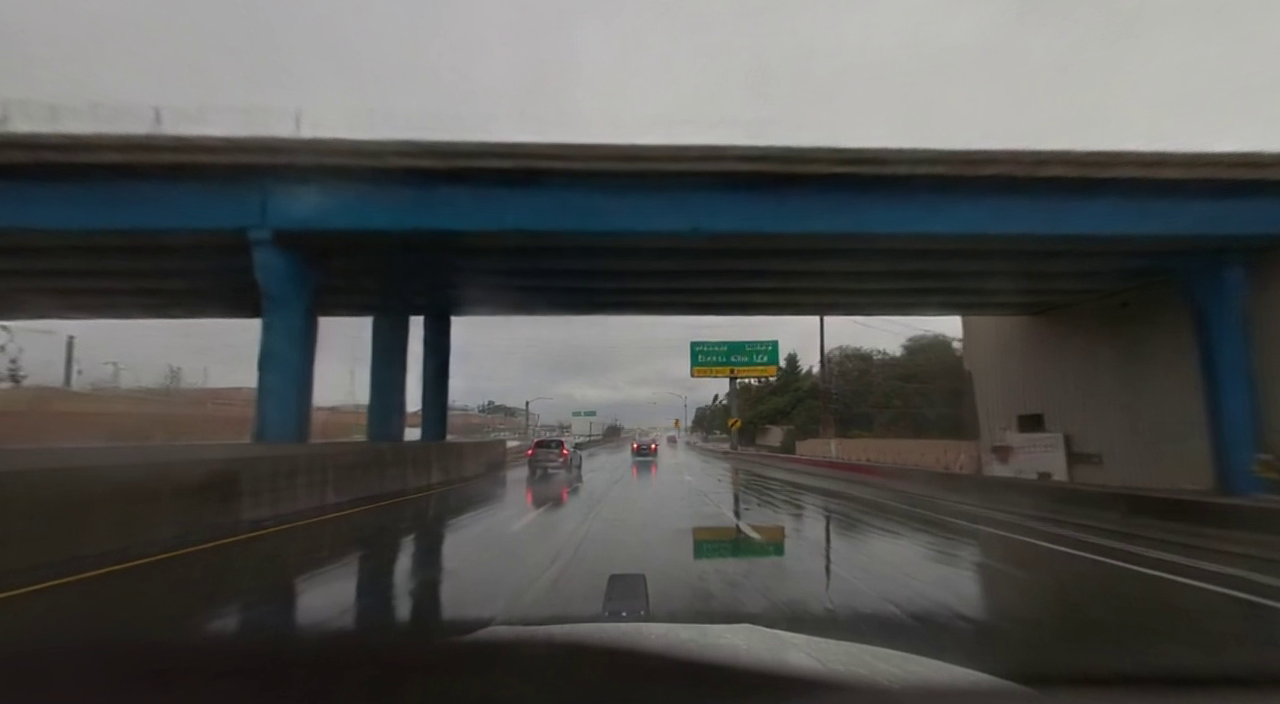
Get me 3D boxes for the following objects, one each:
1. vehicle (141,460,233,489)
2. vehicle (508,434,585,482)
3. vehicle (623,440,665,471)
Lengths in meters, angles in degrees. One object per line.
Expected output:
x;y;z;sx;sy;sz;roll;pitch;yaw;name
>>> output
-35.259;9.535;49.380;2.649;1.971;5.971;0;-8;1;vehicle
-3.329;3.896;23.385;2.064;1.589;4.213;0;-8;2;vehicle
0.175;4.922;30.288;1.877;1.386;3.872;0;-8;0;vehicle
